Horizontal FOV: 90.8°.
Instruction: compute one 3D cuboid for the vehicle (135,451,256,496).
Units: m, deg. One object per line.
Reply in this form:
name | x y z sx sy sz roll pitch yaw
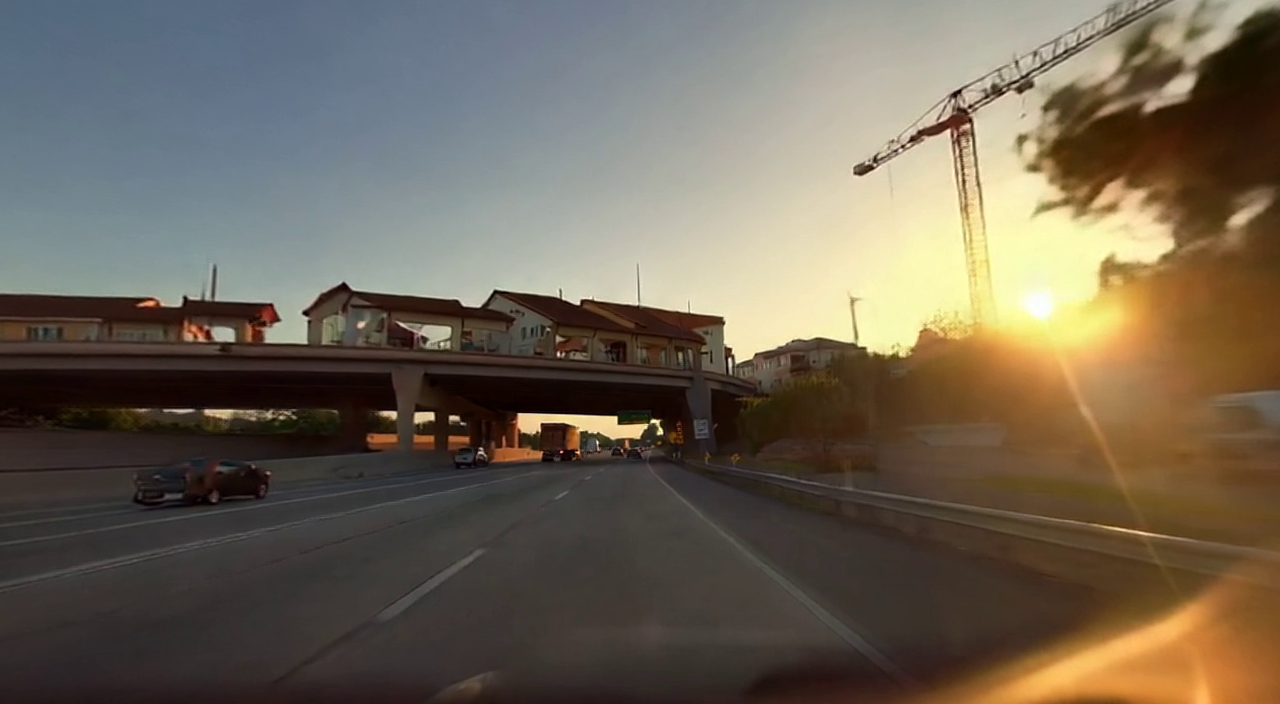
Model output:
vehicle | -19.228 5.239 27.640 1.932 1.752 4.541 0 -8 0
